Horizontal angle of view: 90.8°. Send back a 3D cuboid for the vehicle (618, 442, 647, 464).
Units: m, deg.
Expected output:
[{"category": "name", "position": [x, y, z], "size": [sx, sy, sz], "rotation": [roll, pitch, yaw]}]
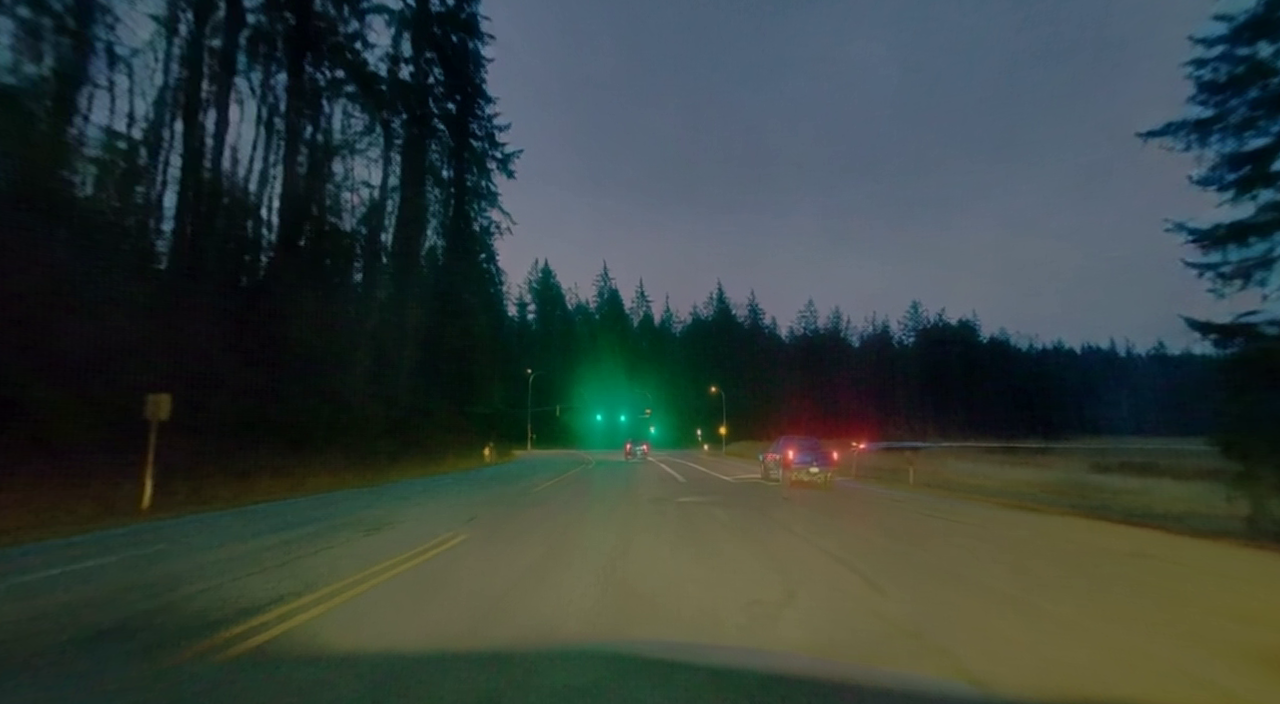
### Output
[{"category": "vehicle", "position": [-0.567, 7.397, 46.297], "size": [2.042, 1.489, 3.963], "rotation": [0, -9, -1]}]
